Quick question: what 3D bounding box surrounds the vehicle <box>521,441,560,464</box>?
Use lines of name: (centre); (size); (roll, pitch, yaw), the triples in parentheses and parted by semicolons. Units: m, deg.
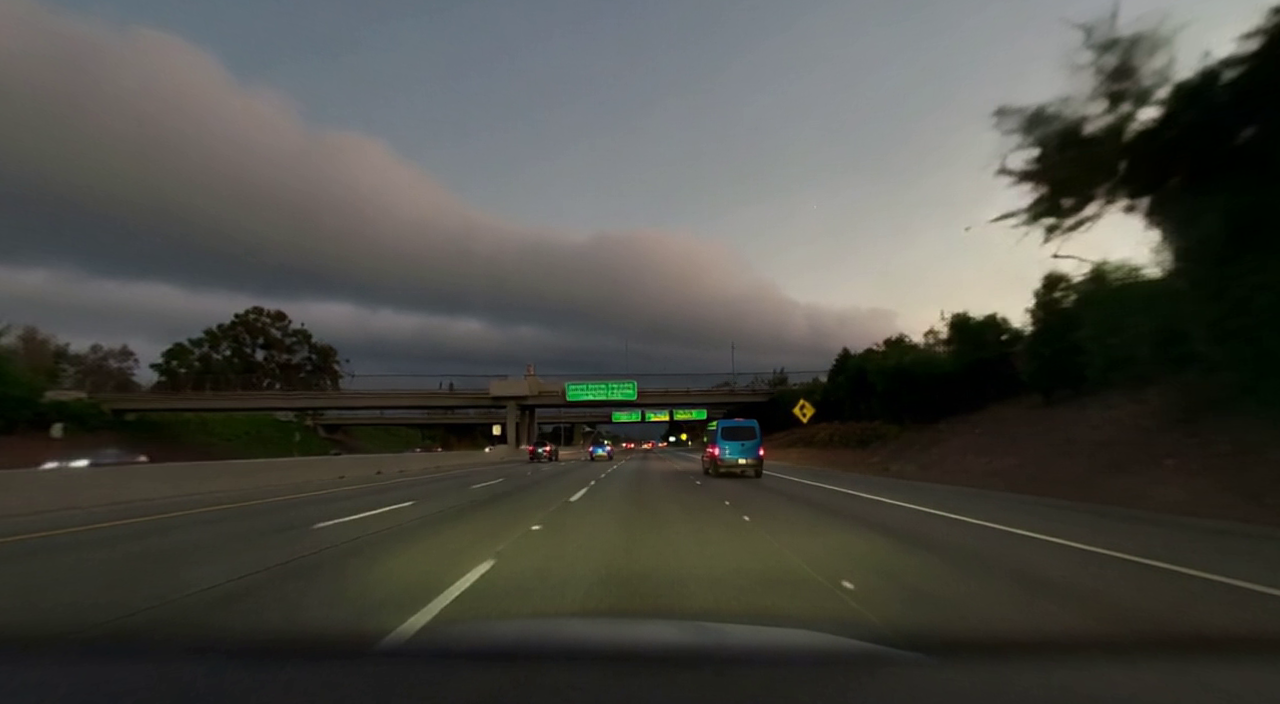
vehicle: (-7.306, 7.418, 46.770); (2.068, 1.632, 4.623); (-1, -8, 1)

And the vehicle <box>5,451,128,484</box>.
vehicle: (-32.779, 6.581, 36.319); (1.984, 1.711, 5.368); (-1, -8, 1)

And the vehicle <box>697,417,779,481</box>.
vehicle: (3.764, 3.881, 25.356); (2.347, 2.234, 5.352); (0, -8, -1)
